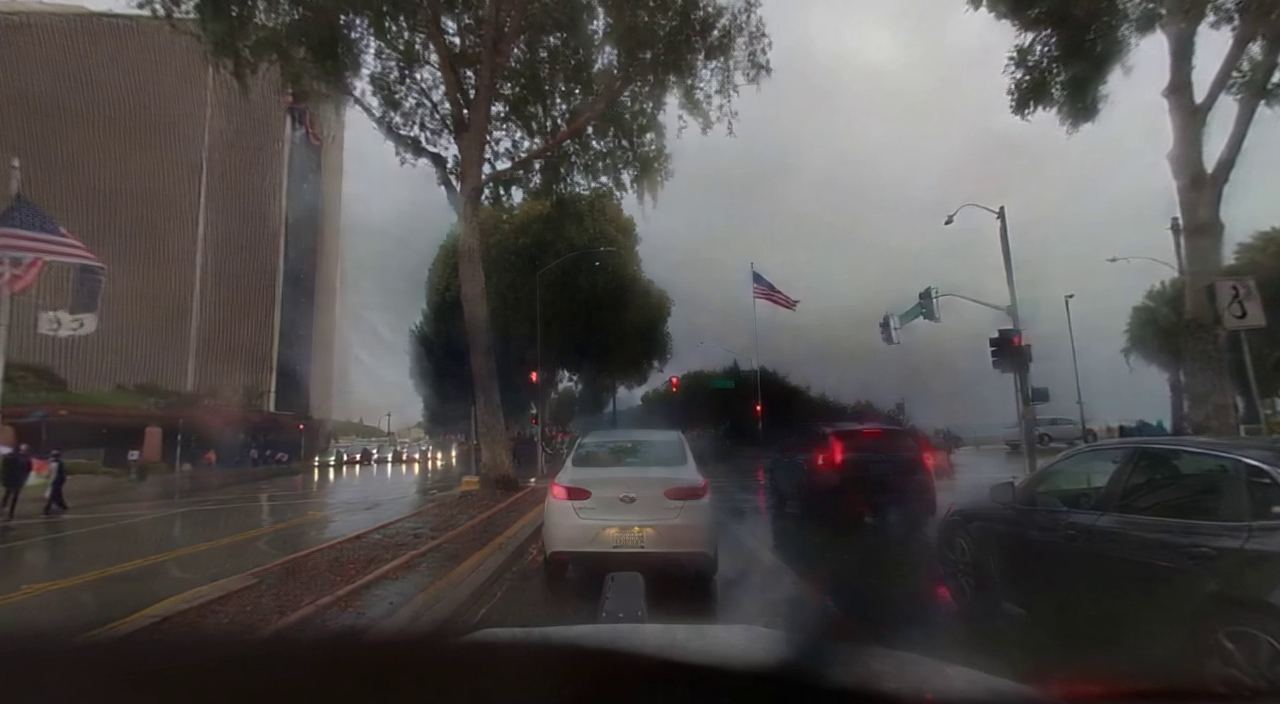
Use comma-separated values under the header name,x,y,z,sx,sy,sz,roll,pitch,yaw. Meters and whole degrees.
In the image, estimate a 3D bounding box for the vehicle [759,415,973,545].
name,x,y,z,sx,sy,sz,roll,pitch,yaw
vehicle,3.501,2.081,10.929,1.978,1.738,4.599,0,-8,0

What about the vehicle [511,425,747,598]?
name,x,y,z,sx,sy,sz,roll,pitch,yaw
vehicle,-0.106,1.706,7.571,2.096,1.521,3.747,0,-8,0

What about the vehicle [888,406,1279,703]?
name,x,y,z,sx,sy,sz,roll,pitch,yaw
vehicle,3.382,1.180,4.006,1.833,1.465,4.258,0,-8,-1
